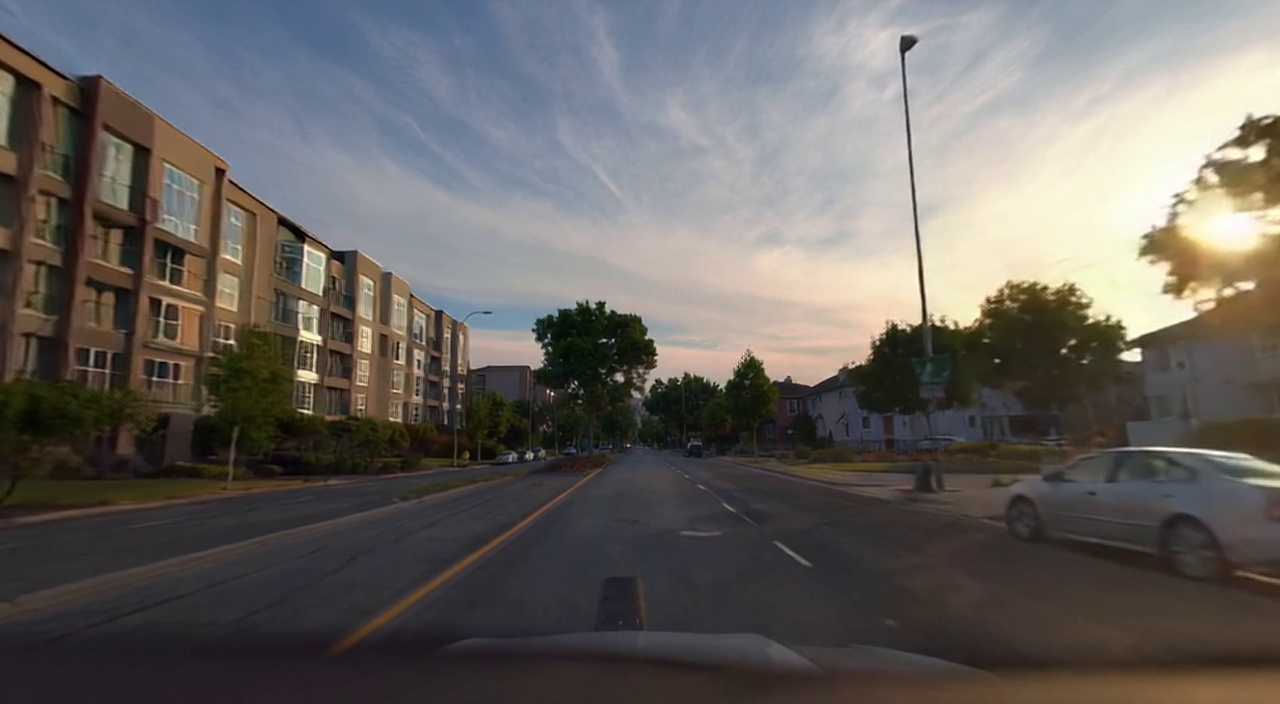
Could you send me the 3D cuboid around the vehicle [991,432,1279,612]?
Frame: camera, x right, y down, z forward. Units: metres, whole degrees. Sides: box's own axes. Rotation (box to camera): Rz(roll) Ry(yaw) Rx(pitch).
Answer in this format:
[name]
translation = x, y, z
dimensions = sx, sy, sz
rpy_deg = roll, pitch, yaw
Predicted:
[vehicle]
translation = 6.356, 1.709, 7.164
dimensions = 1.948, 1.526, 4.518
rpy_deg = 0, -8, -3
